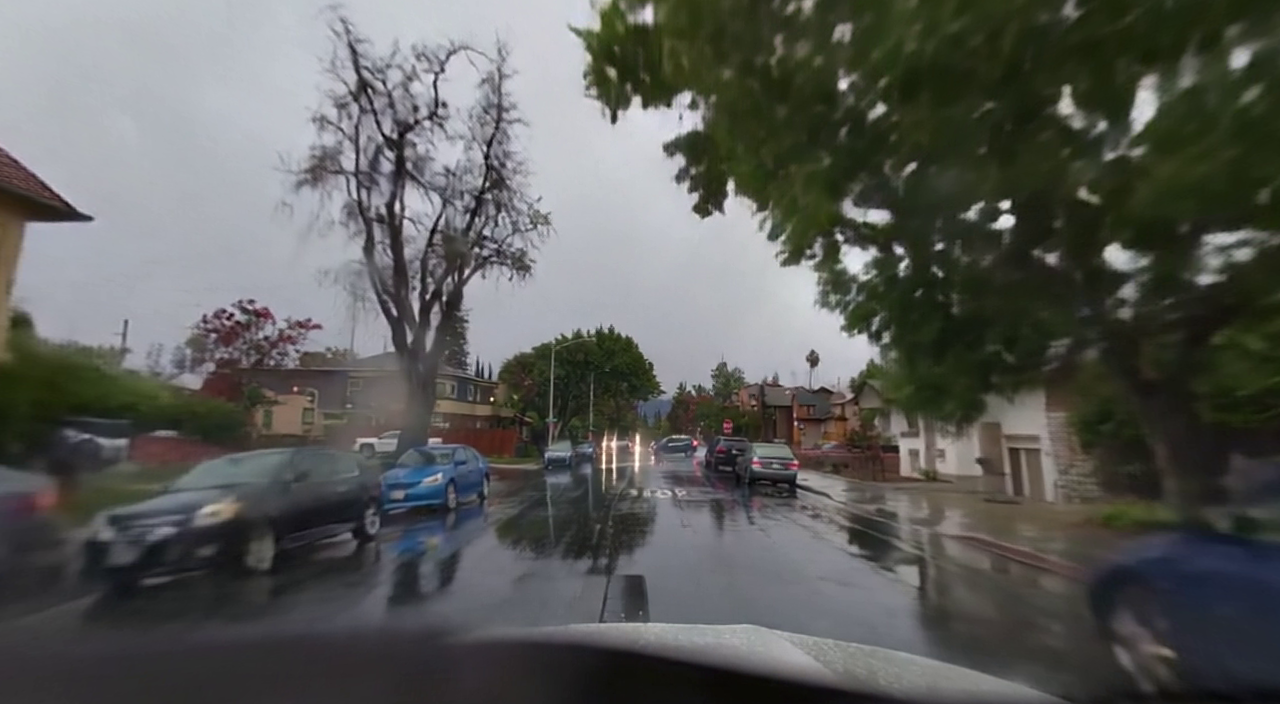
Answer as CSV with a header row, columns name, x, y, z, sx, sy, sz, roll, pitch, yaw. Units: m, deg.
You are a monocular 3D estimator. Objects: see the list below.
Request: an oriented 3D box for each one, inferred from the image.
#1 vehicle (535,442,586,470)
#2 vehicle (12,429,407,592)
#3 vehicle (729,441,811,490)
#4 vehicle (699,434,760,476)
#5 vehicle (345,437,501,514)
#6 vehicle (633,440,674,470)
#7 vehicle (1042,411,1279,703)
name,x,y,z,sx,sy,sz,roll,pitch,yaw
vehicle,-4.310,5.721,34.748,1.999,1.441,4.628,-1,-9,3
vehicle,-4.860,1.811,8.104,1.876,1.500,4.361,0,-9,2
vehicle,4.289,3.804,21.464,1.876,1.477,4.324,0,-8,0
vehicle,4.080,4.753,29.302,2.144,1.751,4.472,2,-8,0
vehicle,-4.793,2.776,14.712,1.909,1.492,4.615,0,-8,2
vehicle,0.679,5.432,33.360,2.010,1.499,4.107,0,-9,0
vehicle,3.740,0.918,1.859,2.068,1.558,4.511,0,-8,0
